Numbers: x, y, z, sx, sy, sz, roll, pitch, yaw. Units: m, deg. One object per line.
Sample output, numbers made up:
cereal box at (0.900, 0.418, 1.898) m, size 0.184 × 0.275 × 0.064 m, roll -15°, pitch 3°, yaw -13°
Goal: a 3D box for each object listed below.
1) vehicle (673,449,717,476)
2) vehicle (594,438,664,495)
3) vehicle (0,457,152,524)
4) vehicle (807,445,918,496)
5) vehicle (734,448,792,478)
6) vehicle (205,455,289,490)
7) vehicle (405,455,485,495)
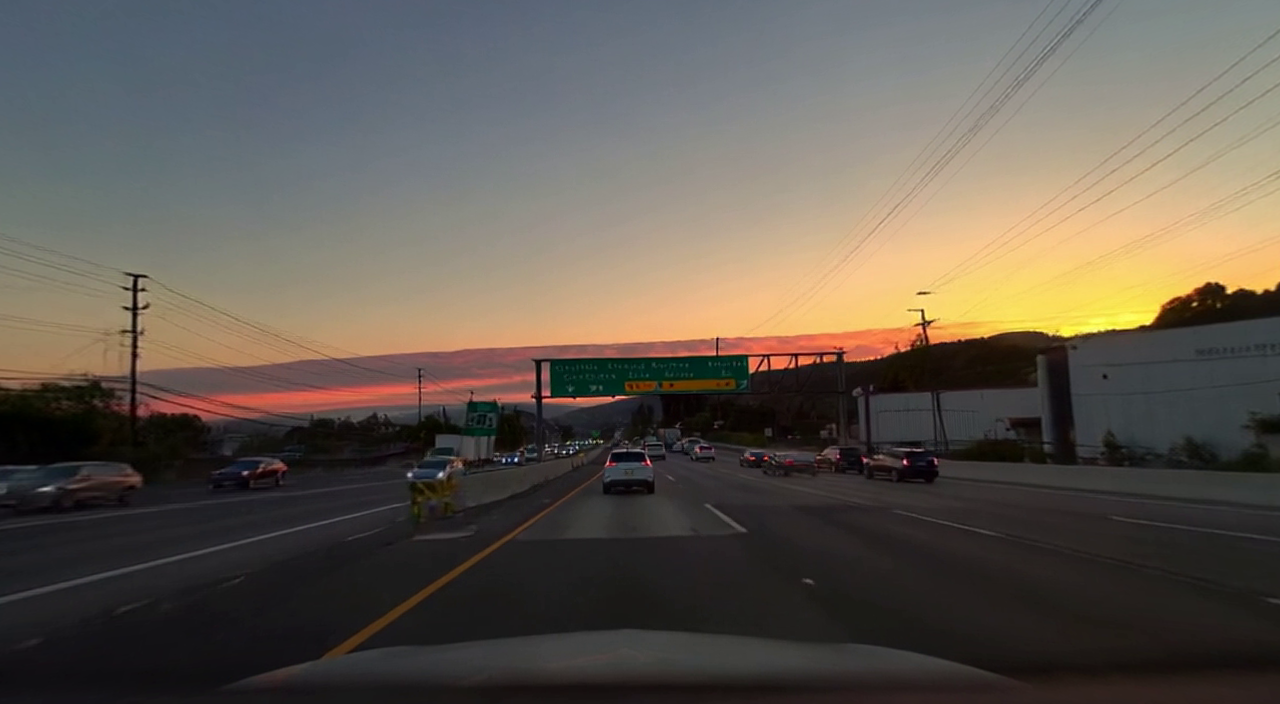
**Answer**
vehicle at (3.251, 6.672, 38.312) m, size 2.115 × 1.481 × 3.968 m, roll 0°, pitch -8°, yaw -3°
vehicle at (-0.406, 4.077, 22.899) m, size 2.298 × 1.809 × 4.359 m, roll 0°, pitch -8°, yaw -1°
vehicle at (-15.973, 3.641, 17.179) m, size 1.884 × 1.483 × 4.701 m, roll 0°, pitch -8°, yaw -4°
vehicle at (7.100, 3.802, 20.670) m, size 1.958 × 1.473 × 4.201 m, roll 0°, pitch -8°, yaw -2°
vehicle at (6.502, 5.901, 33.888) m, size 1.934 × 1.461 × 4.368 m, roll 0°, pitch -8°, yaw -4°
vehicle at (-21.876, 6.695, 35.378) m, size 1.889 × 1.708 × 4.301 m, roll 0°, pitch -8°, yaw 0°
vehicle at (-8.236, 5.229, 27.149) m, size 1.937 × 1.477 × 4.561 m, roll 0°, pitch -9°, yaw 1°
